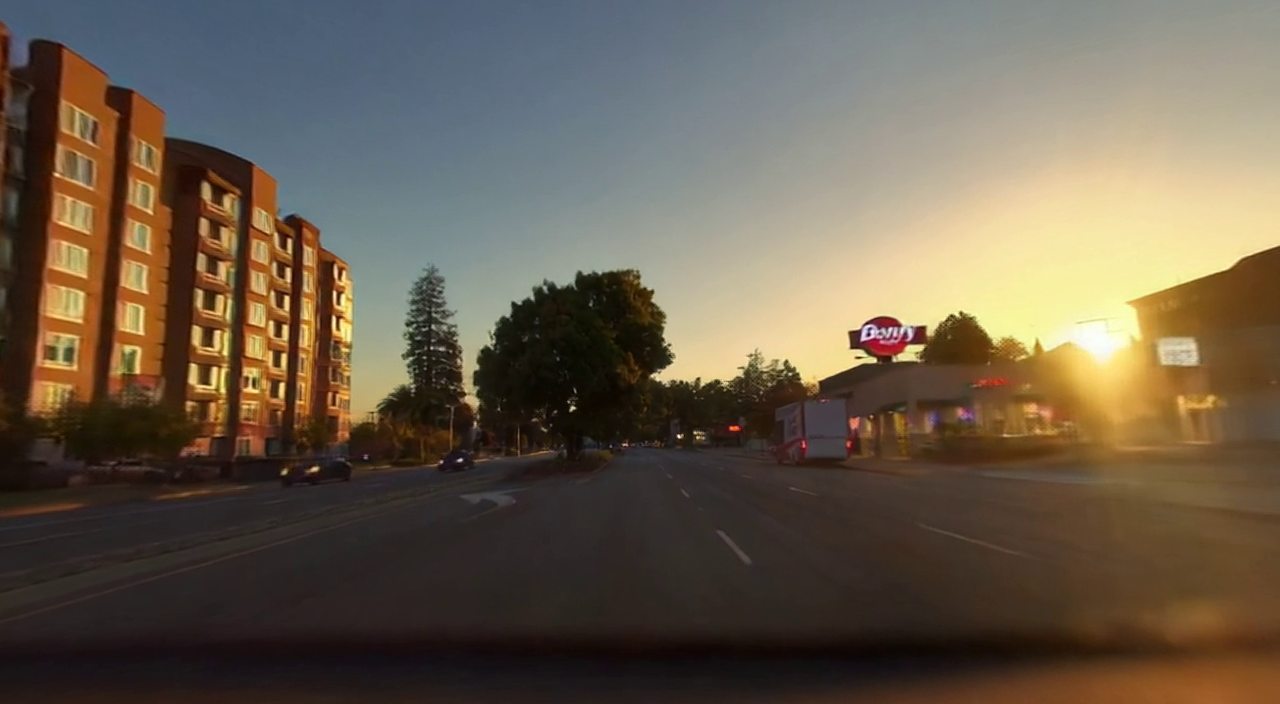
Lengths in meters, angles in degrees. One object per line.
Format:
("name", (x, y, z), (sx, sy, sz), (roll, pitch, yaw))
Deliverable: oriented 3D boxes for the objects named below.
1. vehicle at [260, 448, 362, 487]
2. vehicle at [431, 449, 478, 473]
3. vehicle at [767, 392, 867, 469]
("vehicle", (-14.693, 5.240, 28.548), (1.841, 1.543, 4.680), (-2, -11, 4))
("vehicle", (-12.437, 7.307, 42.626), (1.901, 1.465, 4.604), (0, -8, -2))
("vehicle", (9.818, 4.620, 36.297), (3.174, 3.794, 9.019), (-1, -9, 1))
